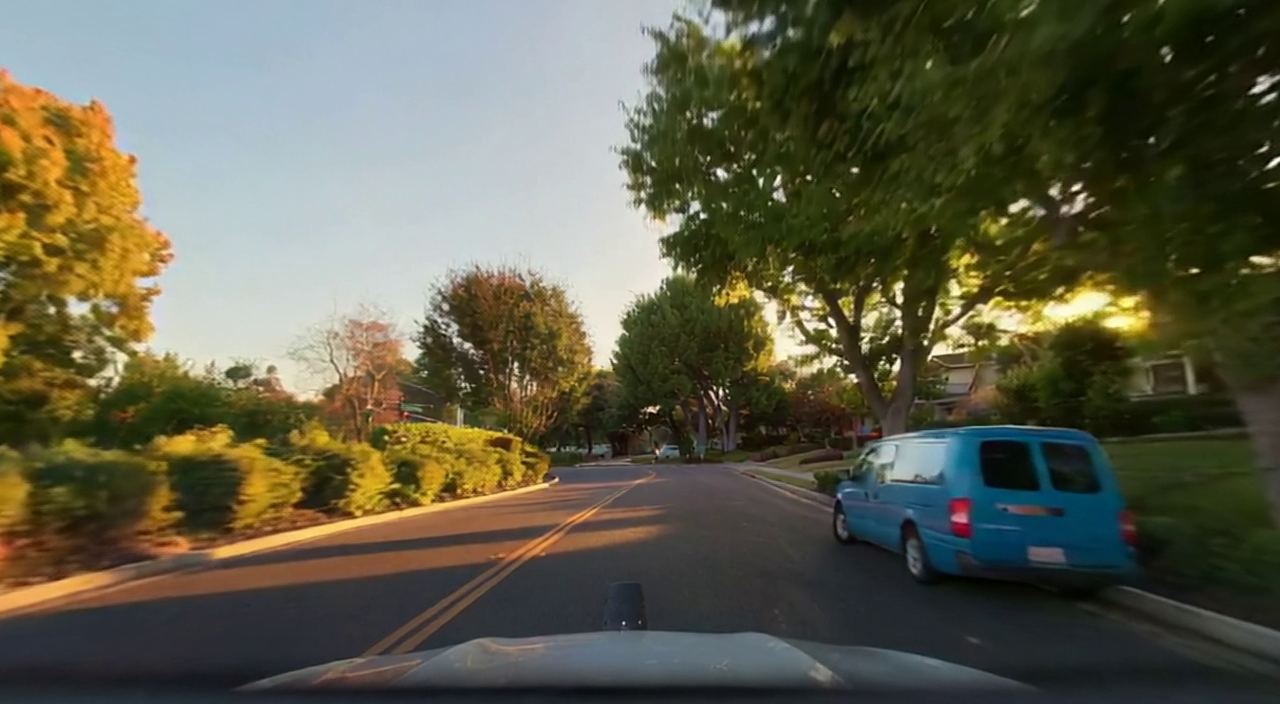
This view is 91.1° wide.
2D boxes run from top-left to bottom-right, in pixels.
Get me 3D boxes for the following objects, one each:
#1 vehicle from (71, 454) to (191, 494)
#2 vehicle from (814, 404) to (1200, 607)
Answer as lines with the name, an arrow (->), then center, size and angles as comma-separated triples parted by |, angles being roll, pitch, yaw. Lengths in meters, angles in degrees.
vehicle -> -29.190, 6.953, 36.302 | 2.294, 1.843, 5.438 | -3, -8, 2
vehicle -> 4.041, 1.773, 8.231 | 2.323, 1.849, 4.691 | 0, -9, 2
